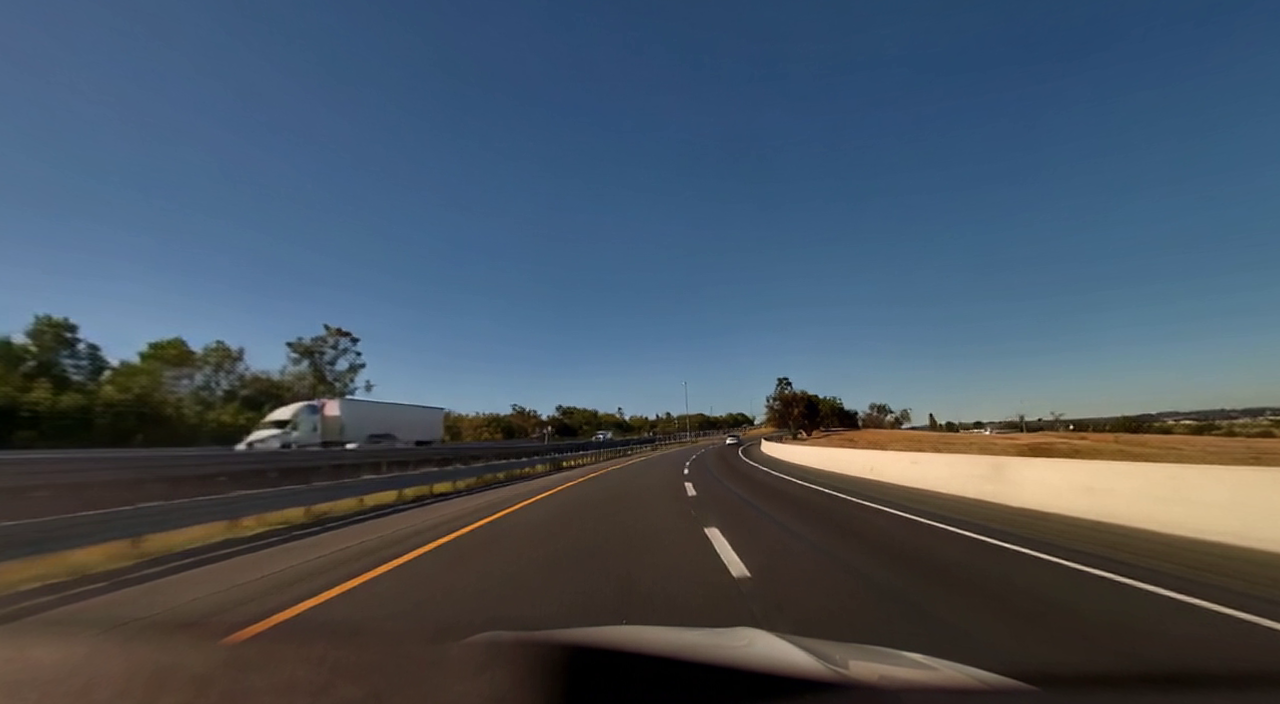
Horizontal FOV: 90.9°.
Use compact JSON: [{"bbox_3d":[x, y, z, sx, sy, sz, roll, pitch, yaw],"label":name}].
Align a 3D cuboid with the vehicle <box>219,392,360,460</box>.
[{"bbox_3d":[-22.038,4.904,40.573,3.027,3.888,9.085,-1,-9,6],"label":"vehicle"}]
